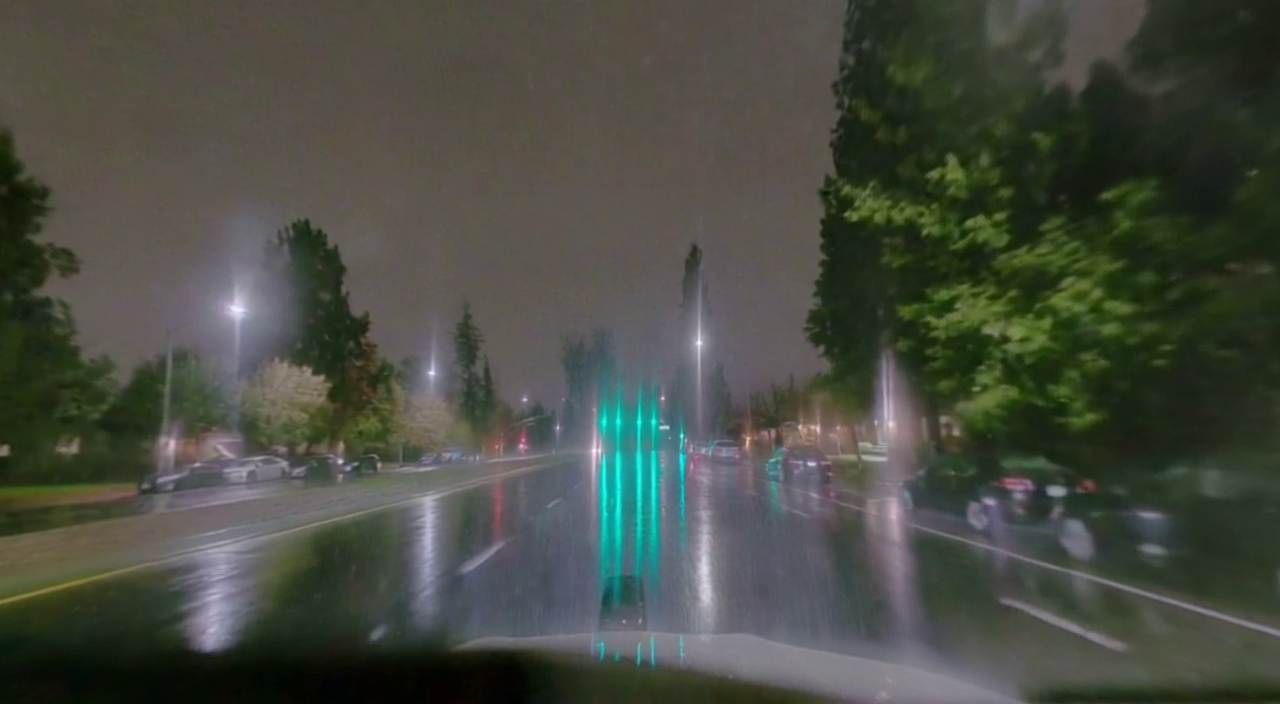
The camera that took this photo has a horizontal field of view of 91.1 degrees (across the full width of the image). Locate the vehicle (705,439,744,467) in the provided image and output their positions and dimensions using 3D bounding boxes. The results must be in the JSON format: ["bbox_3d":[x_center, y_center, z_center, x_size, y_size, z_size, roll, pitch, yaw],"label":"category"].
[{"bbox_3d":[5.900,7.102,44.219,2.004,1.816,4.585,0,-9,-1],"label":"vehicle"}]

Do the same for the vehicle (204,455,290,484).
[{"bbox_3d":[-22.200,6.620,35.723,1.810,1.490,4.783,0,-9,0],"label":"vehicle"}]

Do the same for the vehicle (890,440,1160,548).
[{"bbox_3d":[6.367,2.358,11.173,1.872,1.493,4.470,0,-9,-1],"label":"vehicle"}]

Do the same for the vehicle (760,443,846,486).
[{"bbox_3d":[6.143,4.296,24.238,1.945,1.481,4.421,0,-9,-3],"label":"vehicle"}]

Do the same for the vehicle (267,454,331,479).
[{"bbox_3d":[-22.237,7.441,41.127,1.785,1.461,4.377,0,-9,0],"label":"vehicle"}]

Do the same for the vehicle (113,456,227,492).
[{"bbox_3d":[-22.202,5.750,29.925,1.902,1.478,4.755,0,-9,-3],"label":"vehicle"}]

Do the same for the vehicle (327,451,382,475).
[{"bbox_3d":[-22.038,8.557,48.670,1.911,1.473,4.610,-2,-6,3],"label":"vehicle"}]

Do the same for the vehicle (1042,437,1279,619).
[{"bbox_3d":[6.257,1.540,5.744,1.922,1.494,4.772,0,-9,-1],"label":"vehicle"}]
